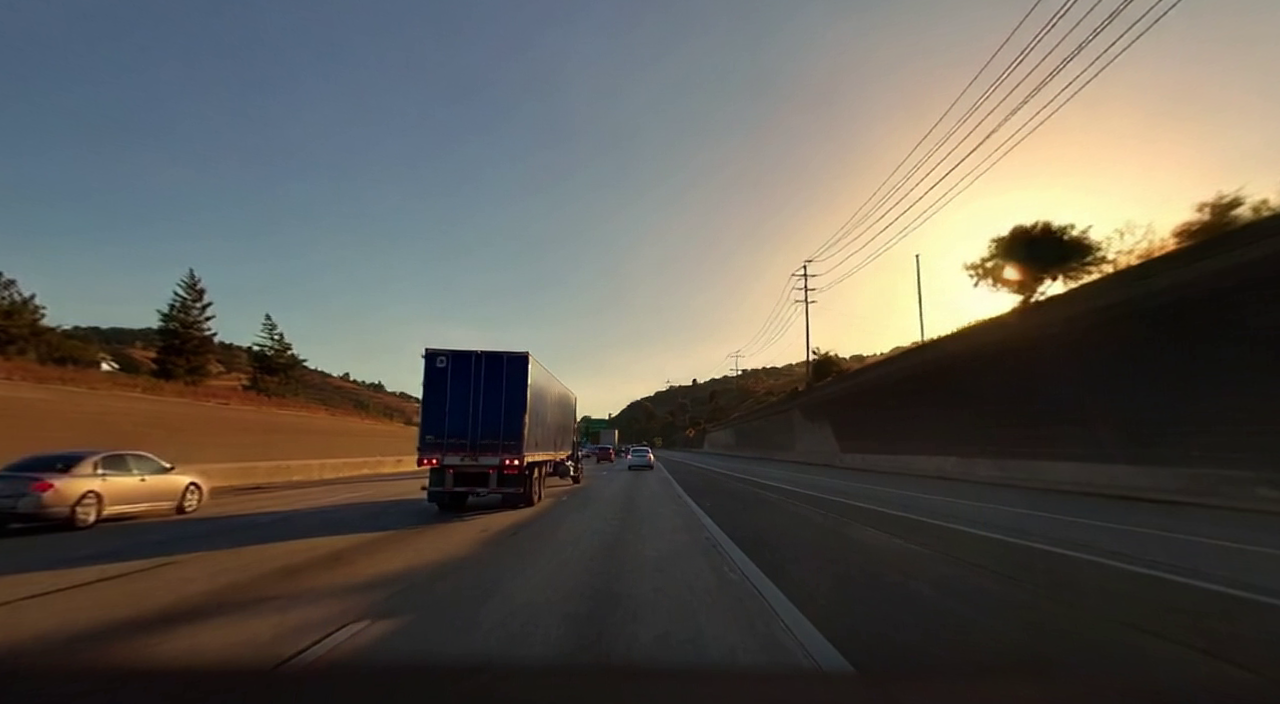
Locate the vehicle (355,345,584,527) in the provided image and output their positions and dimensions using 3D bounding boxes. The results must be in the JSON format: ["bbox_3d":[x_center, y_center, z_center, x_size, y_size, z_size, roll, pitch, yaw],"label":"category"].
[{"bbox_3d":[-3.447,2.170,15.866,3.023,3.246,9.102,0,-9,1],"label":"vehicle"}]

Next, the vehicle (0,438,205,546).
[{"bbox_3d":[-10.107,2.290,10.863,1.951,1.523,4.486,0,-9,0],"label":"vehicle"}]

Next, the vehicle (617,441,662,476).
[{"bbox_3d":[-0.016,5.454,32.476,2.178,1.640,4.071,0,-9,0],"label":"vehicle"}]
